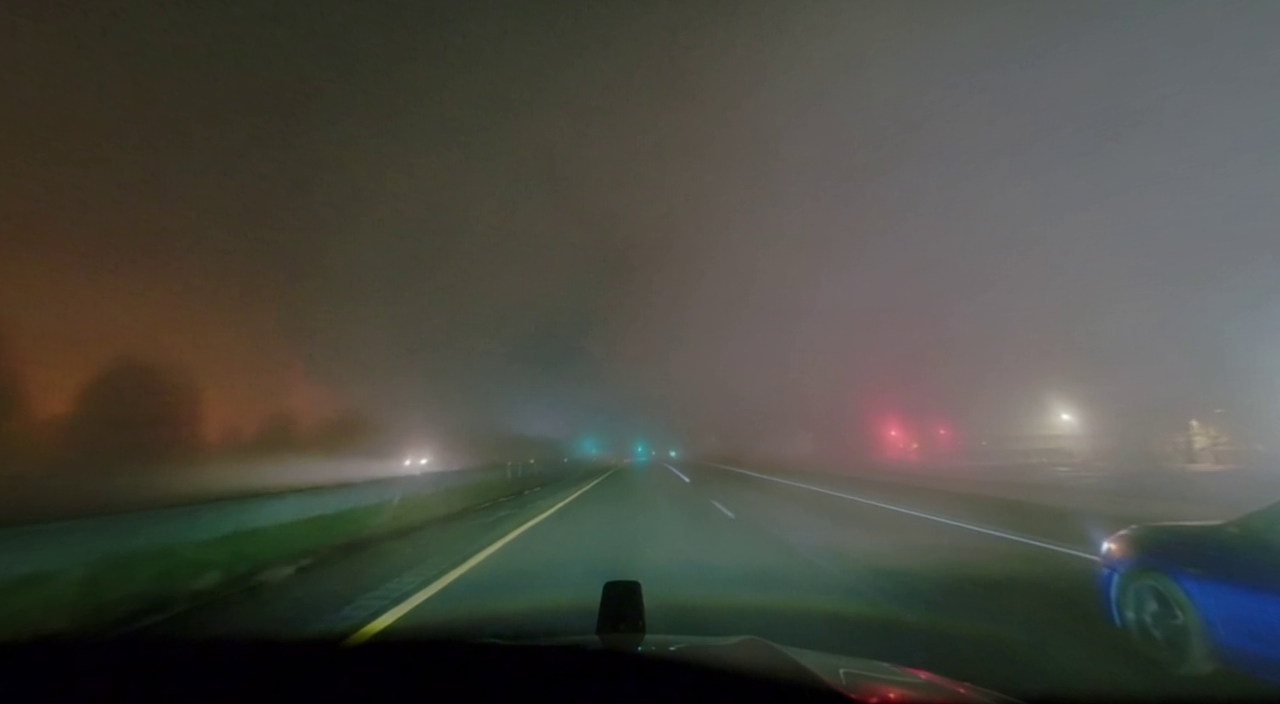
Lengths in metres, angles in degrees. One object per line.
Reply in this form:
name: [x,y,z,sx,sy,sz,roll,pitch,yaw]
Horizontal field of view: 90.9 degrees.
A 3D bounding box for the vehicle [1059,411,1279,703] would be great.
vehicle: [4.257,0.929,2.390,2.053,1.490,4.799,0,-8,0]
